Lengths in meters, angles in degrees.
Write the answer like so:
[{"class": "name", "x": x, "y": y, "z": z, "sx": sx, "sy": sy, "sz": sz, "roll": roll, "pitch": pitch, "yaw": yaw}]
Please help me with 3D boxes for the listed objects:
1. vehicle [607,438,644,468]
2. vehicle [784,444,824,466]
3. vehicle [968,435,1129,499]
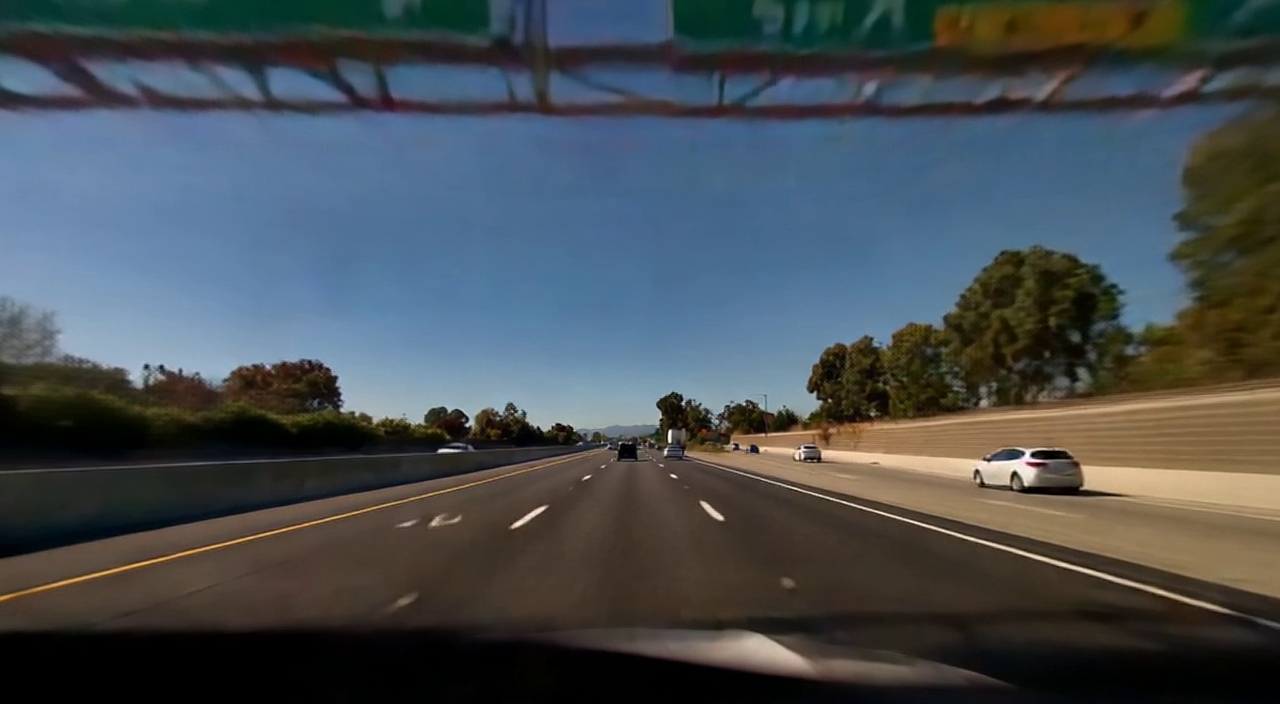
[{"class": "vehicle", "x": -0.863, "y": 6.166, "z": 38.820, "sx": 2.121, "sy": 1.739, "sz": 4.087, "roll": 0, "pitch": -8, "yaw": 0}, {"class": "vehicle", "x": 12.199, "y": 7.648, "z": 47.242, "sx": 1.867, "sy": 1.563, "sz": 4.436, "roll": 0, "pitch": -8, "yaw": 2}, {"class": "vehicle", "x": 12.076, "y": 3.407, "z": 19.114, "sx": 1.912, "sy": 1.673, "sz": 4.438, "roll": 0, "pitch": -8, "yaw": 1}]
